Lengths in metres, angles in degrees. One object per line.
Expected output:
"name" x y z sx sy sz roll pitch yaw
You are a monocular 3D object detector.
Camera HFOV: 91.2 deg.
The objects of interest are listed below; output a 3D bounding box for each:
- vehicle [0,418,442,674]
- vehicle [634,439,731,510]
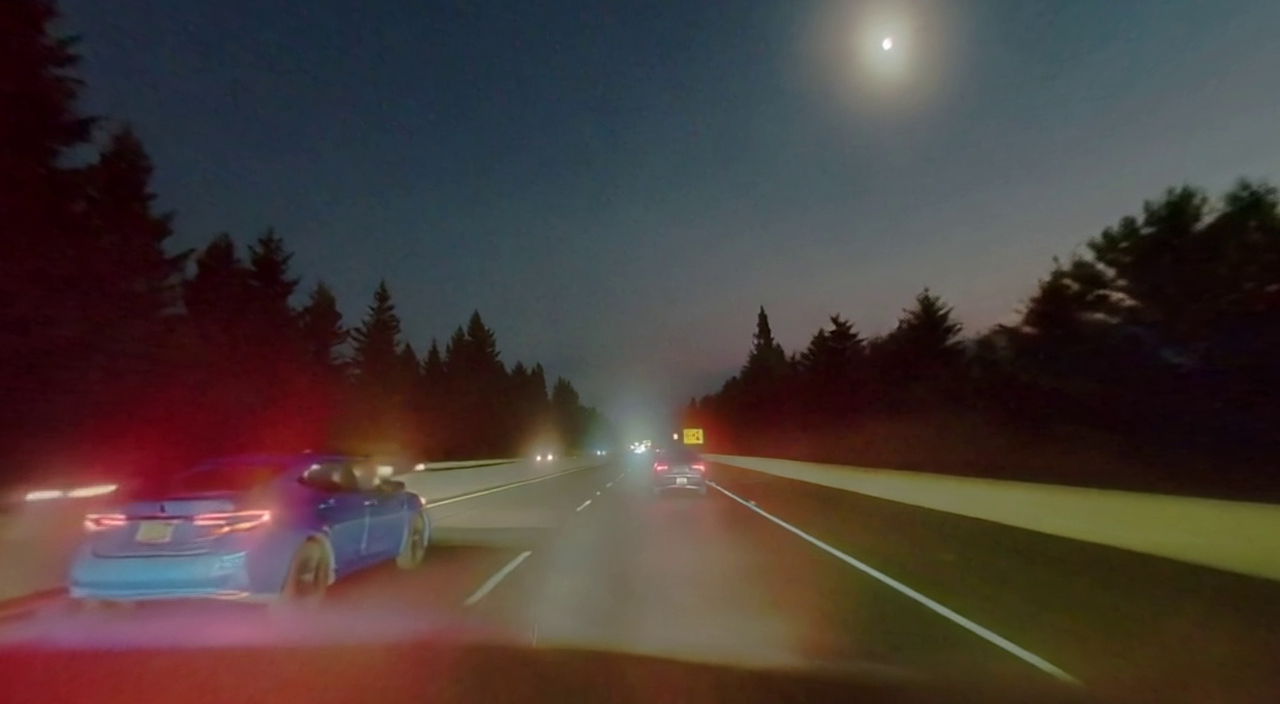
"vehicle" -3.485 1.538 6.109 2.083 1.548 4.251 0 -9 -5
"vehicle" 0.929 3.043 16.059 2.021 1.533 4.014 0 -9 -3
